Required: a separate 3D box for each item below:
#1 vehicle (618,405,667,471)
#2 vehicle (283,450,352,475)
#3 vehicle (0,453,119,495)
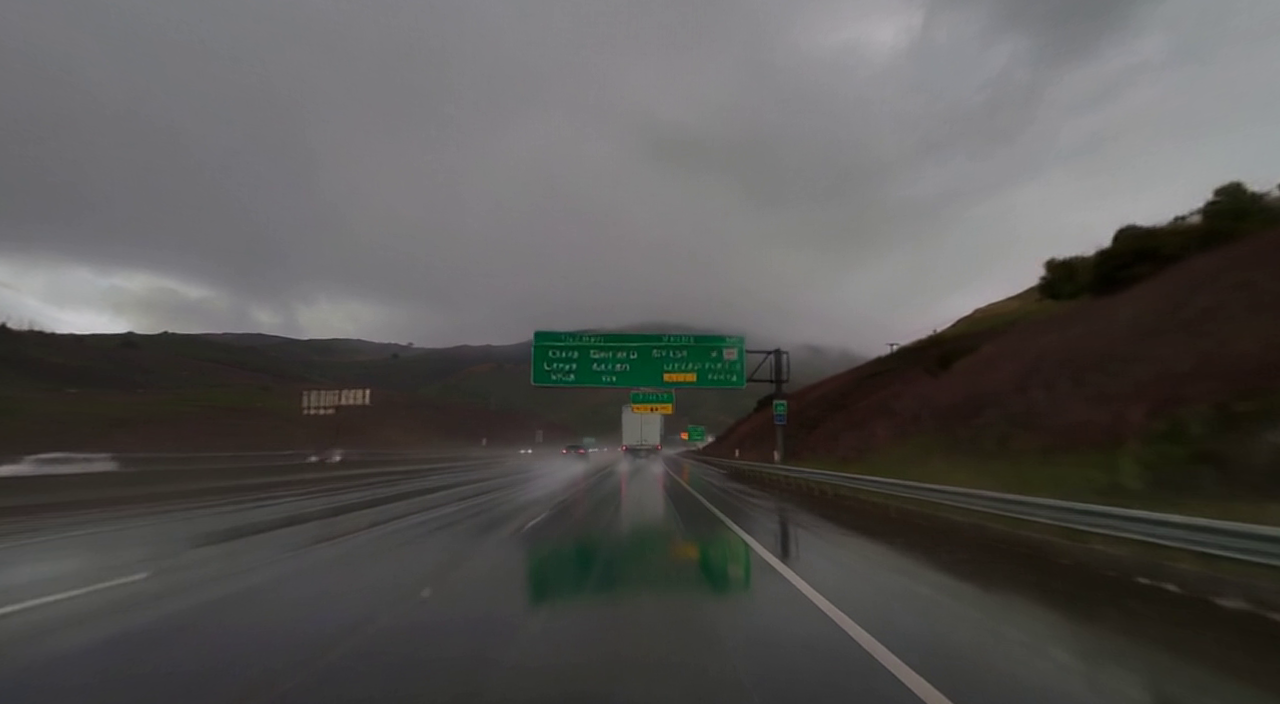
[{"bbox_3d":[0.270,6.273,45.432,3.039,4.131,11.822,0,-9,1],"label":"vehicle"},{"bbox_3d":[-21.651,7.426,42.496,2.047,1.574,4.700,0,-9,1],"label":"vehicle"},{"bbox_3d":[-25.249,5.136,26.935,1.907,1.556,4.619,0,-9,1],"label":"vehicle"}]
